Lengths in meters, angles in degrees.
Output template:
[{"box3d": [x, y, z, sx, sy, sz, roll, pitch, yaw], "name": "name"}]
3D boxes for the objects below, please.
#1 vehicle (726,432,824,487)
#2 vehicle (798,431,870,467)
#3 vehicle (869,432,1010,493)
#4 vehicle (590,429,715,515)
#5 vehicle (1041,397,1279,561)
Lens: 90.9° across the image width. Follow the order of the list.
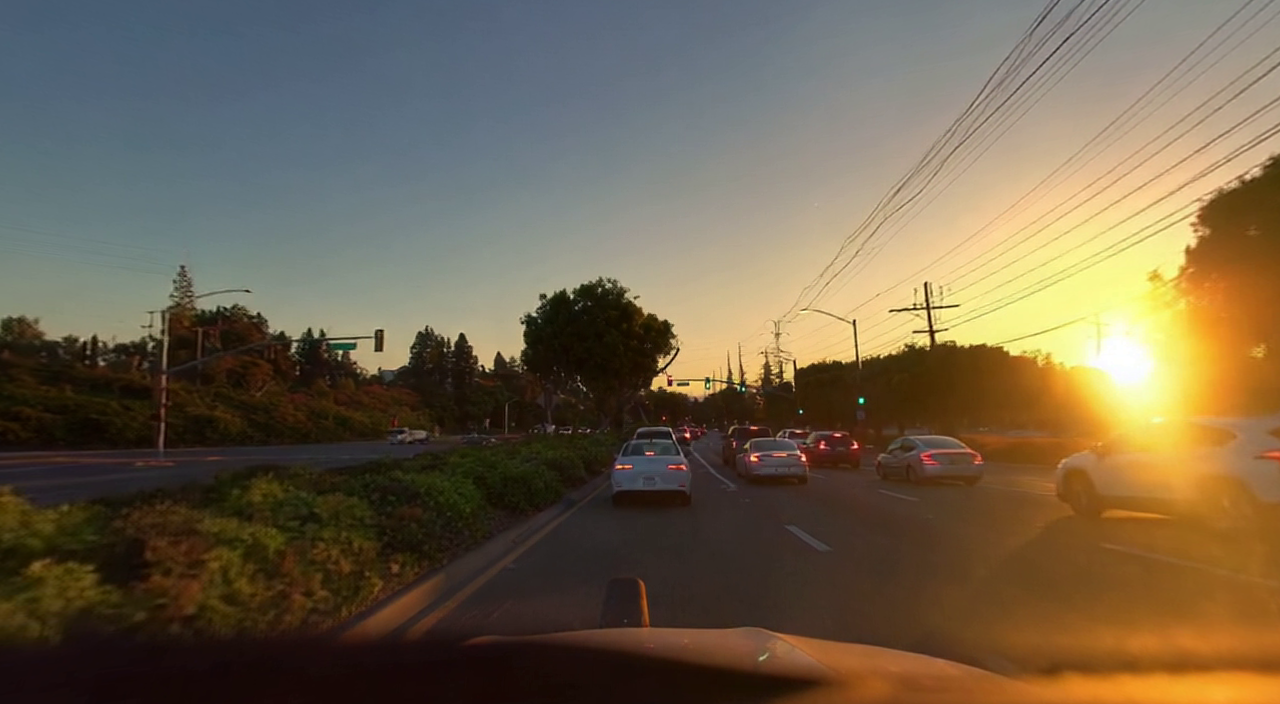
[{"box3d": [3.951, 3.239, 19.243, 2.028, 1.454, 4.531, 0, -8, 1], "name": "vehicle"}, {"box3d": [8.972, 4.527, 29.572, 1.966, 1.536, 4.666, 0, -8, 1], "name": "vehicle"}, {"box3d": [8.165, 3.044, 17.710, 1.905, 1.483, 4.469, -1, -8, 2], "name": "vehicle"}, {"box3d": [0.261, 2.451, 13.422, 2.208, 1.498, 4.401, 0, -8, 1], "name": "vehicle"}, {"box3d": [8.251, 1.655, 8.658, 2.195, 1.802, 5.051, 0, -8, 1], "name": "vehicle"}]
